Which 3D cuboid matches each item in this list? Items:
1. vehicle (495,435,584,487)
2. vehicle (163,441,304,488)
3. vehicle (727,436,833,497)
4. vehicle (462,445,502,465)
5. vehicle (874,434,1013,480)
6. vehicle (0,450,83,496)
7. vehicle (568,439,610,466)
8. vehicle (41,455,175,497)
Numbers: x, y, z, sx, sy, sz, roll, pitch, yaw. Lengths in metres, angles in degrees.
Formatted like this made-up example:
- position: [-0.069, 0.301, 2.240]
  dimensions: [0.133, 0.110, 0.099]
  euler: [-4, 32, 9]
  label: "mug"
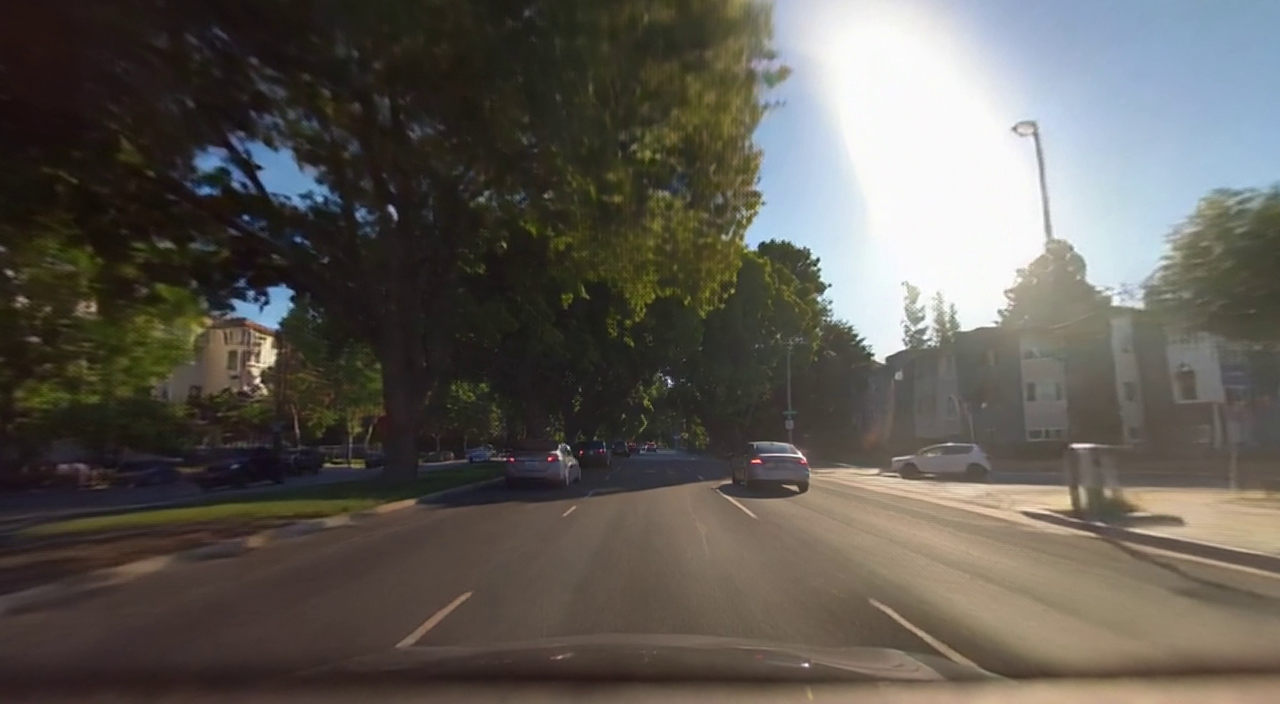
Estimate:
- position: [-3.122, 3.503, 20.601]
  dimensions: [2.053, 1.480, 4.381]
  euler: [0, -8, 2]
  label: "vehicle"
- position: [-18.400, 5.091, 29.051]
  dimensions: [2.345, 1.906, 6.020]
  euler: [0, -8, 1]
  label: "vehicle"
- position: [3.842, 3.207, 18.133]
  dimensions: [2.010, 1.486, 4.498]
  euler: [0, -8, 0]
  label: "vehicle"
- position: [-12.222, 7.944, 48.896]
  dimensions: [1.871, 1.478, 4.489]
  euler: [0, -8, 1]
  label: "vehicle"
- position: [12.354, 4.291, 26.013]
  dimensions: [4.717, 1.733, 1.994]
  euler: [-1, -8, 10]
  label: "vehicle"
- position: [-26.977, 5.160, 27.101]
  dimensions: [1.920, 1.770, 4.453]
  euler: [0, -8, 0]
  label: "vehicle"
- position: [-2.996, 6.015, 37.931]
  dimensions: [1.988, 1.497, 4.404]
  euler: [0, -8, 3]
  label: "vehicle"
- position: [-22.367, 5.198, 26.800]
  dimensions: [1.889, 1.520, 4.524]
  euler: [1, -8, -3]
  label: "vehicle"
